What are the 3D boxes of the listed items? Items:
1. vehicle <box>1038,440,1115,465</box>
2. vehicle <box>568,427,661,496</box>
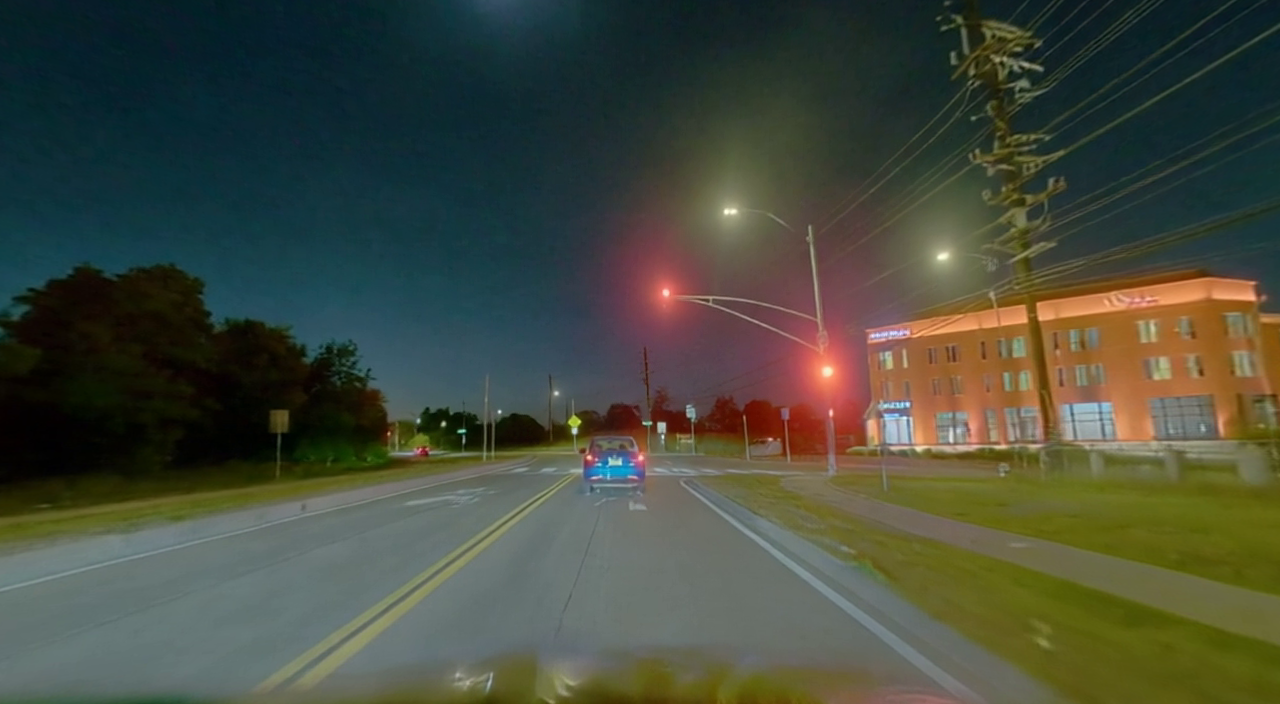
[{"bbox_3d":[27.560,6.322,39.901,1.635,1.433,3.558,5,-9,-31],"label":"vehicle"},{"bbox_3d":[-0.619,2.773,16.338,2.123,1.566,3.662,0,-8,-1],"label":"vehicle"}]
